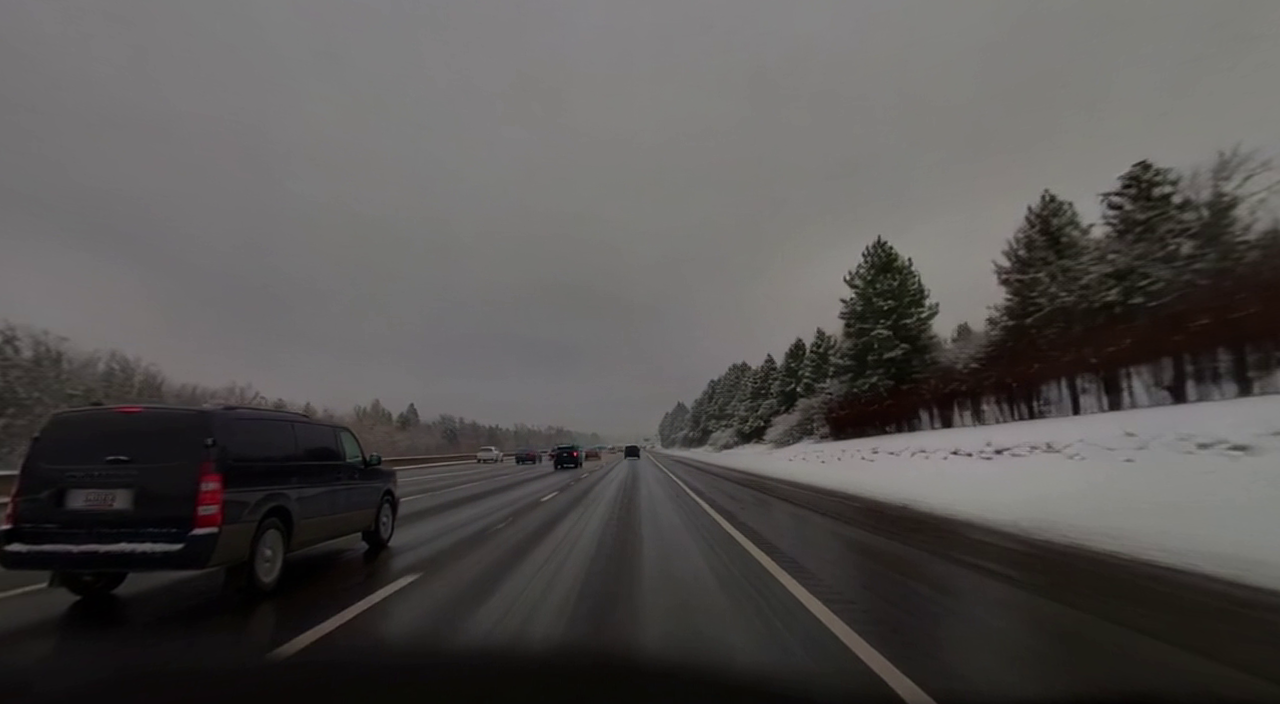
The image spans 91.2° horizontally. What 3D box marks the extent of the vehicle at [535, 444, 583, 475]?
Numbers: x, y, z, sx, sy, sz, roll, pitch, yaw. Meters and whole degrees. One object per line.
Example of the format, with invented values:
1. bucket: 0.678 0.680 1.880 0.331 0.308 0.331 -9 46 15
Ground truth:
1. vehicle: -4.149 5.571 32.711 1.988 1.477 4.118 0 -9 0

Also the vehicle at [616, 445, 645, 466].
1. vehicle: -0.698 7.689 46.747 2.023 1.479 3.718 0 -9 0

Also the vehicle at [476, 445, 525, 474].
1. vehicle: -7.874 6.083 35.715 1.936 1.516 3.904 0 -9 0

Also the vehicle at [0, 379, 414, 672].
1. vehicle: -4.123 1.414 6.194 2.074 1.779 4.588 0 -9 0
